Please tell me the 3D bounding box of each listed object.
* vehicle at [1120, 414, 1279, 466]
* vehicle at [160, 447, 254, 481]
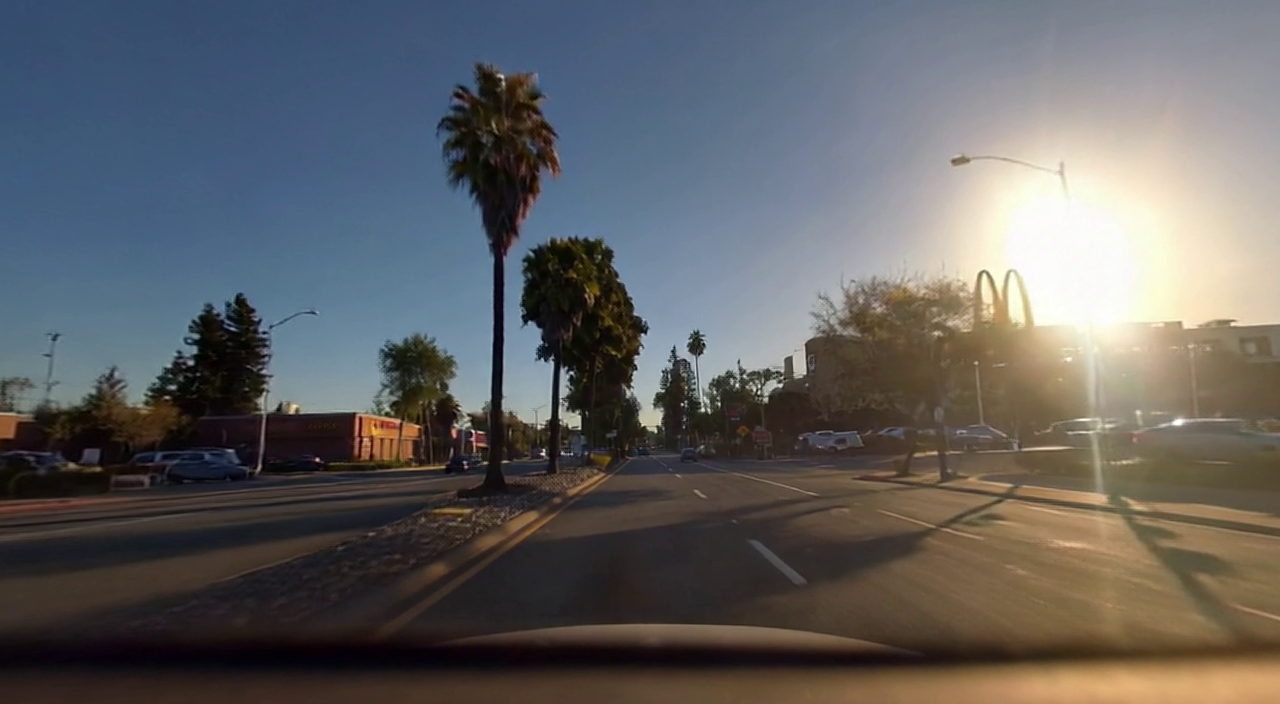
[{"bbox_3d":[18.436,2.800,20.025,4.691,1.545,1.900,-1,-8,4],"label":"vehicle"},{"bbox_3d":[-32.190,8.457,47.174,2.415,2.234,6.082,-2,-12,3],"label":"vehicle"}]
